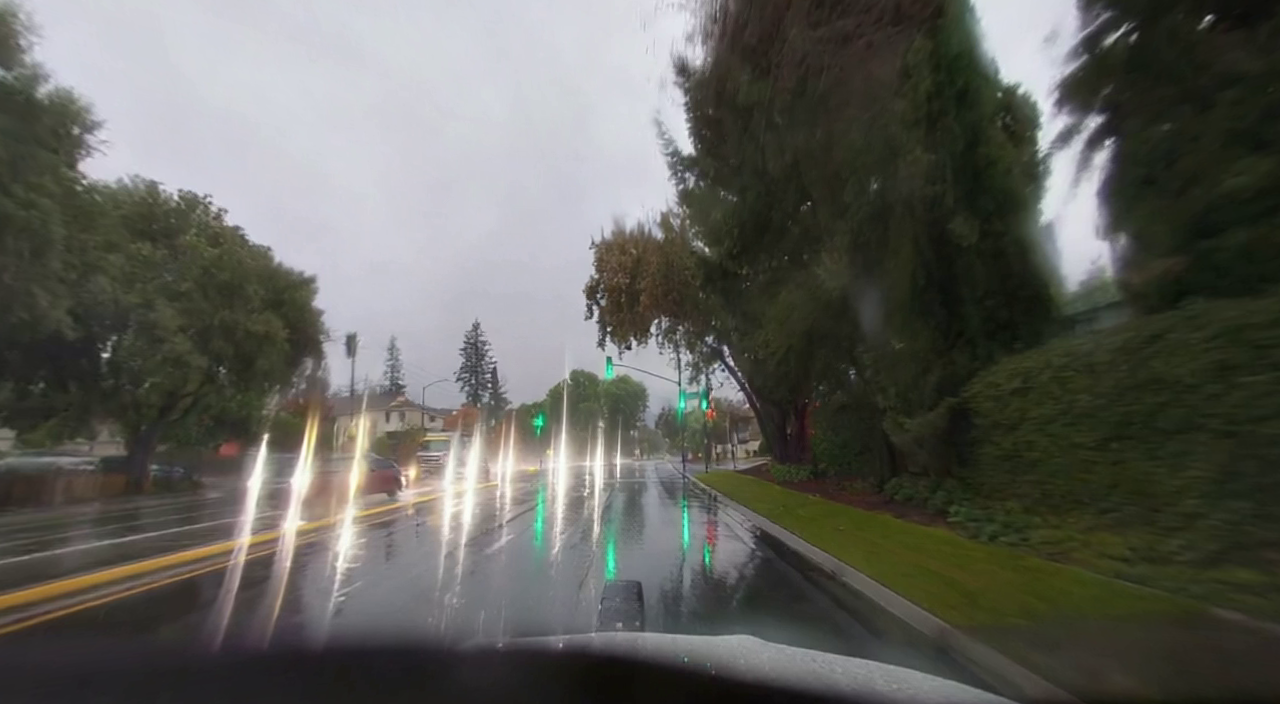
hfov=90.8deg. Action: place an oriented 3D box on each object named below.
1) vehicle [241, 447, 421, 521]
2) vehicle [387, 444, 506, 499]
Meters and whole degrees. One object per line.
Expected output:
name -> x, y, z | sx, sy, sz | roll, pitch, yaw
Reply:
vehicle -> -7.192, 3.075, 15.358 | 1.968, 1.485, 4.558 | 0, -8, 2
vehicle -> -7.010, 4.389, 23.919 | 2.308, 1.755, 6.571 | 0, -8, 2
